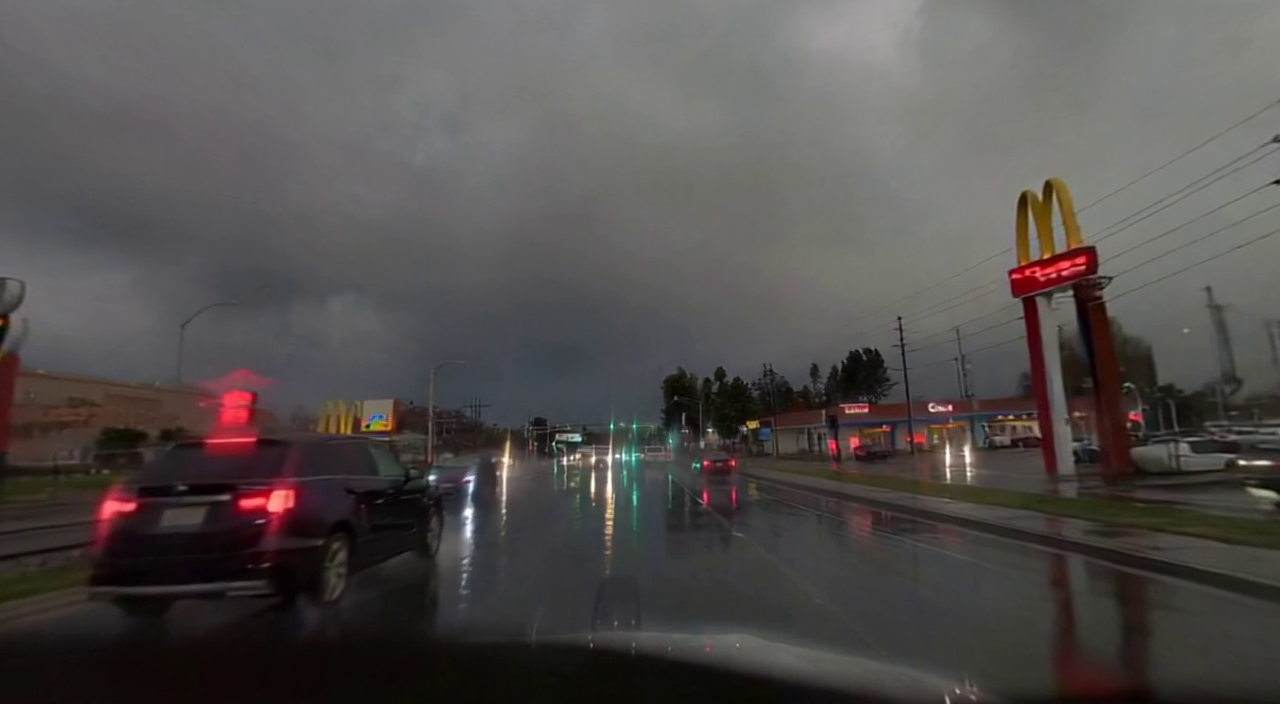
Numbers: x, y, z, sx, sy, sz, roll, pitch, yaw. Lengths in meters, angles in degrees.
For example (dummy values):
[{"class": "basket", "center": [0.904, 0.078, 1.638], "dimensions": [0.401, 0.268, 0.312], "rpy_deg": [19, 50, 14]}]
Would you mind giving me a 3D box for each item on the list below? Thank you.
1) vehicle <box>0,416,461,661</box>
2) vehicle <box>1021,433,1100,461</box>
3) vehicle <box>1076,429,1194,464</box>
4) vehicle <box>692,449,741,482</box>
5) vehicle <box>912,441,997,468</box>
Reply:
[{"class": "vehicle", "center": [-3.276, 1.509, 6.207], "dimensions": [2.021, 1.550, 4.090], "rpy_deg": [0, -9, -3]}, {"class": "vehicle", "center": [29.321, 6.638, 44.198], "dimensions": [4.361, 1.818, 2.009], "rpy_deg": [-5, -10, 29]}, {"class": "vehicle", "center": [29.667, 5.693, 38.128], "dimensions": [5.325, 1.840, 1.882], "rpy_deg": [-3, -12, 30]}, {"class": "vehicle", "center": [3.732, 5.575, 31.350], "dimensions": [1.889, 1.448, 4.262], "rpy_deg": [0, -9, 0]}, {"class": "vehicle", "center": [18.168, 5.877, 36.460], "dimensions": [4.750, 1.478, 1.998], "rpy_deg": [5, -10, -29]}]
